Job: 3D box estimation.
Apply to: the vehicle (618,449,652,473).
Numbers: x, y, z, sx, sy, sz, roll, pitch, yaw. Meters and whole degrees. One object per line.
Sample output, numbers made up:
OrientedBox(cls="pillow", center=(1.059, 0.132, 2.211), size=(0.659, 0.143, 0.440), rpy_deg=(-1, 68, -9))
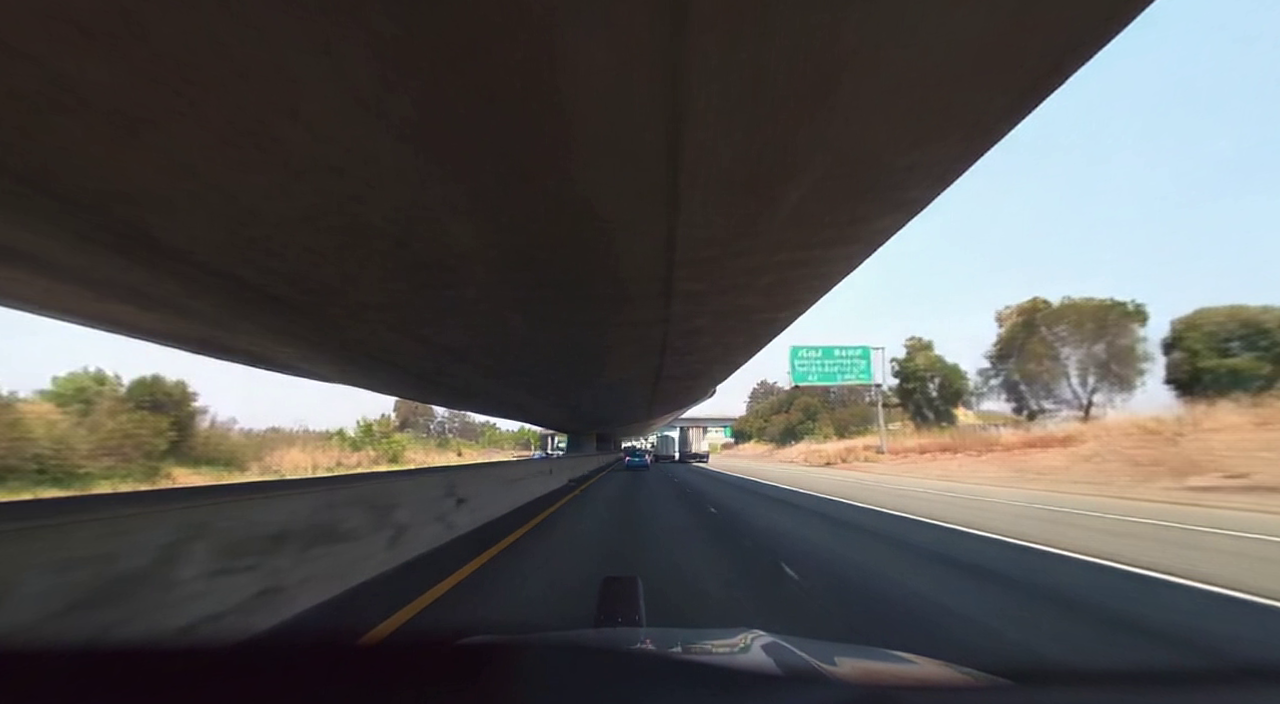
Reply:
OrientedBox(cls="vehicle", center=(-0.362, 7.107, 41.196), size=(2.083, 1.473, 3.923), rpy_deg=(0, -9, -1))
